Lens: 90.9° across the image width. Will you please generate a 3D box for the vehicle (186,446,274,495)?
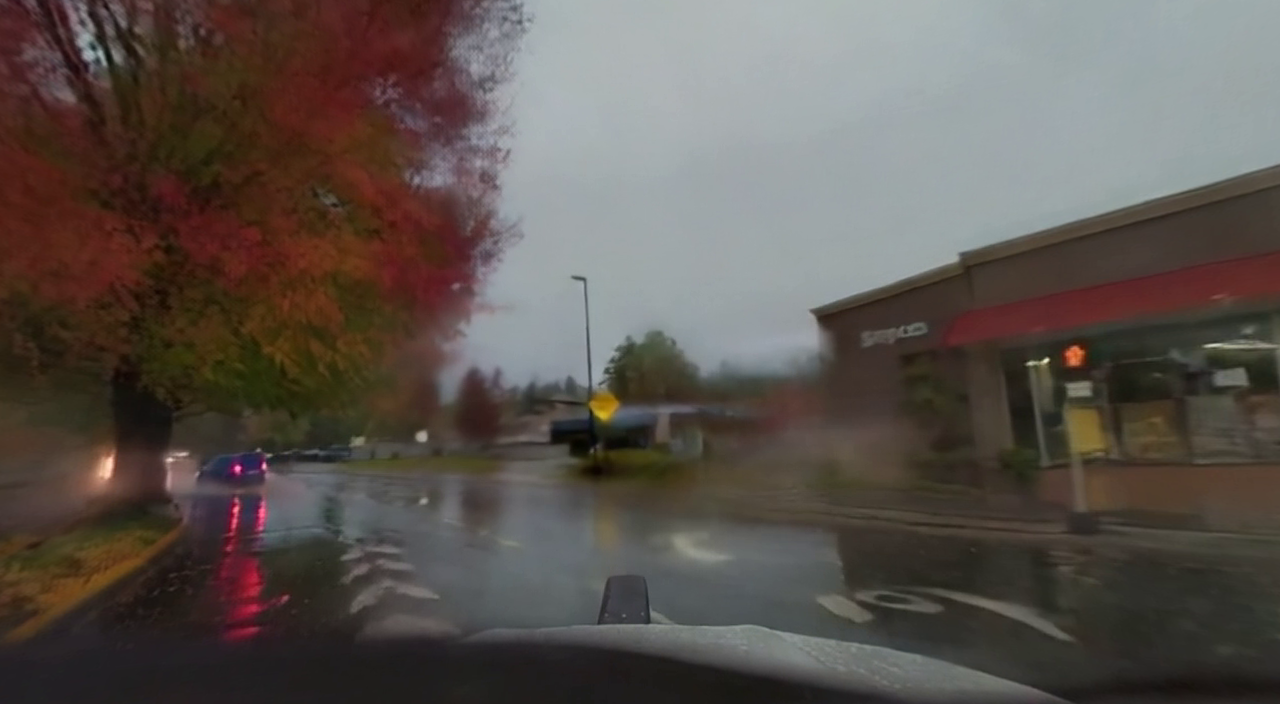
[{"bbox_3d":[-17.365,4.929,26.582,2.146,1.814,5.110,8,-13,-42],"label":"vehicle"}]
